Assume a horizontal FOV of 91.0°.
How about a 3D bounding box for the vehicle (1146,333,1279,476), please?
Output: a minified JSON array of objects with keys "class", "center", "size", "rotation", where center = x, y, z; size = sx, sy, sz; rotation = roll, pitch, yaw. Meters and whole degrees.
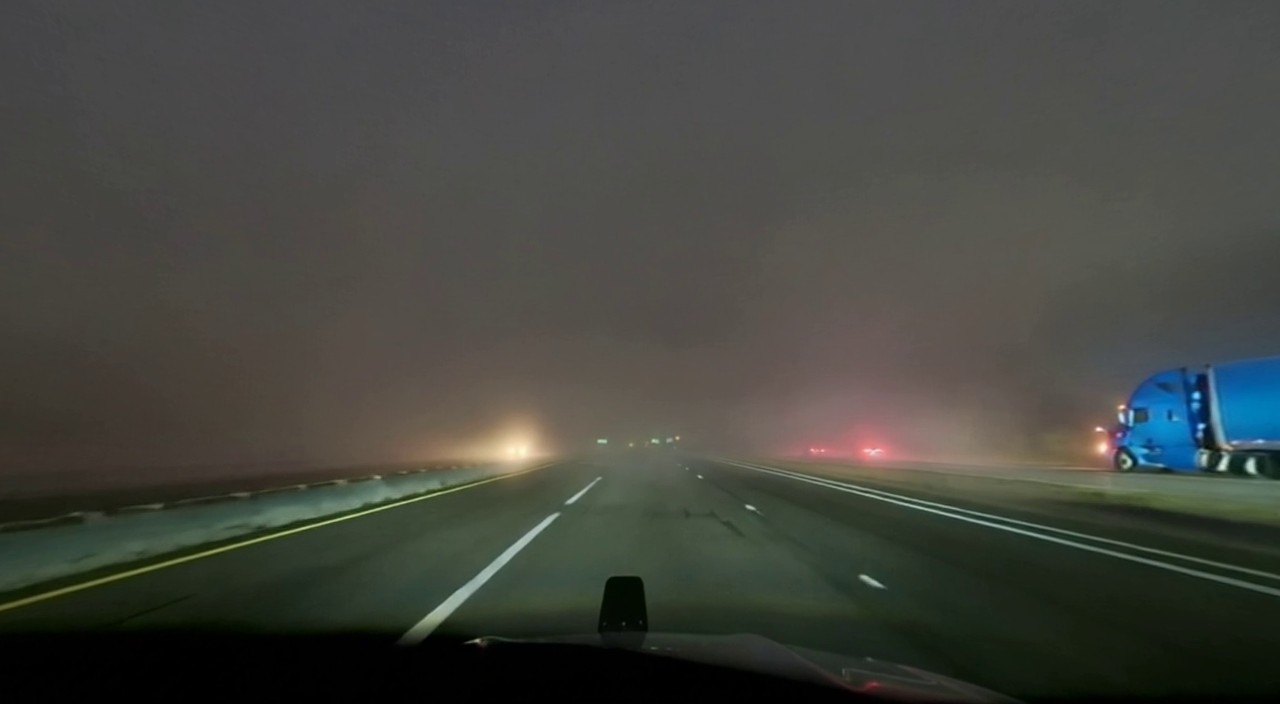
[{"class":"vehicle","center":[20.807,1.022,14.776],"size":[2.836,4.027,14.280],"rotation":[3,-9,-19]}]
